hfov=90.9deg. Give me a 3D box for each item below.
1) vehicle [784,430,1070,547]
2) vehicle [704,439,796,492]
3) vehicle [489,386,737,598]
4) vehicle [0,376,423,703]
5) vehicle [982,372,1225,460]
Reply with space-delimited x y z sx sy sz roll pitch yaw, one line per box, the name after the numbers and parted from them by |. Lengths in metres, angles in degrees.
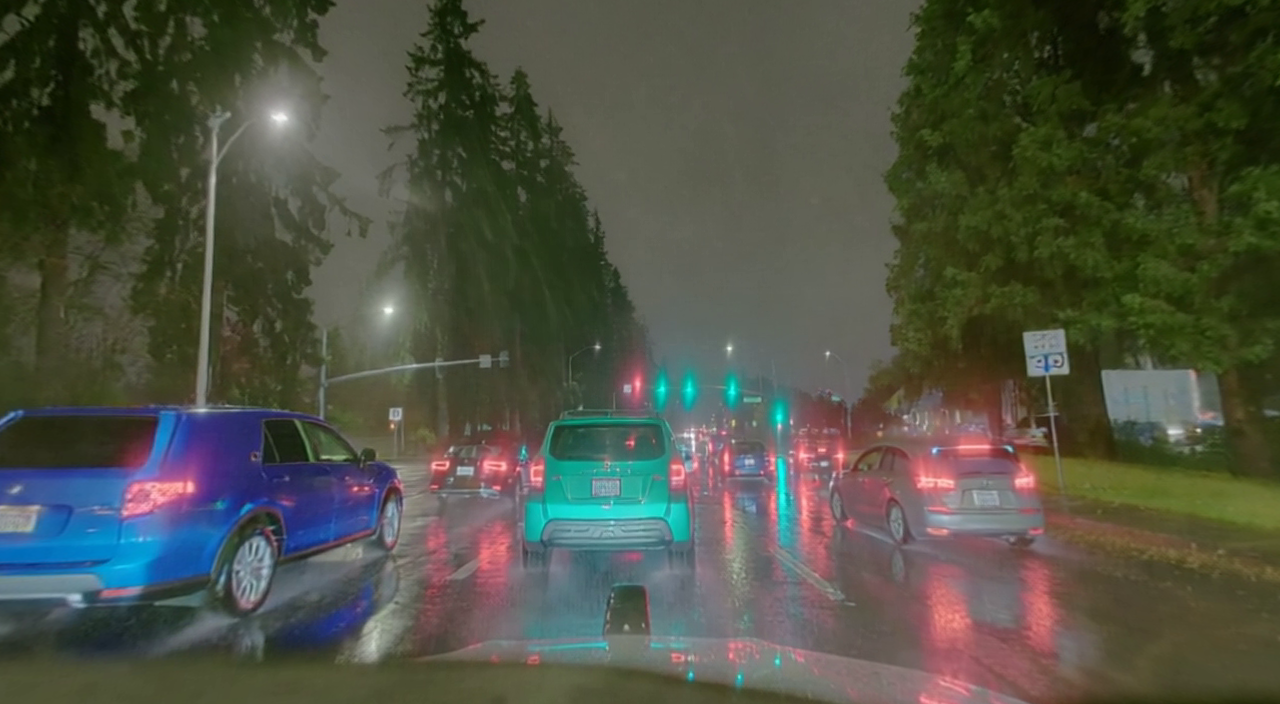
4.302 2.107 10.557 2.036 1.480 4.659 1 -9 -9 | vehicle
3.271 3.466 19.686 1.996 1.443 4.270 0 -8 -1 | vehicle
-0.224 1.535 7.758 2.132 1.816 4.471 0 -8 0 | vehicle
-3.709 1.298 5.493 2.039 1.709 4.265 0 -8 1 | vehicle
17.889 2.539 24.681 7.314 3.230 2.680 0 -8 -2 | vehicle
